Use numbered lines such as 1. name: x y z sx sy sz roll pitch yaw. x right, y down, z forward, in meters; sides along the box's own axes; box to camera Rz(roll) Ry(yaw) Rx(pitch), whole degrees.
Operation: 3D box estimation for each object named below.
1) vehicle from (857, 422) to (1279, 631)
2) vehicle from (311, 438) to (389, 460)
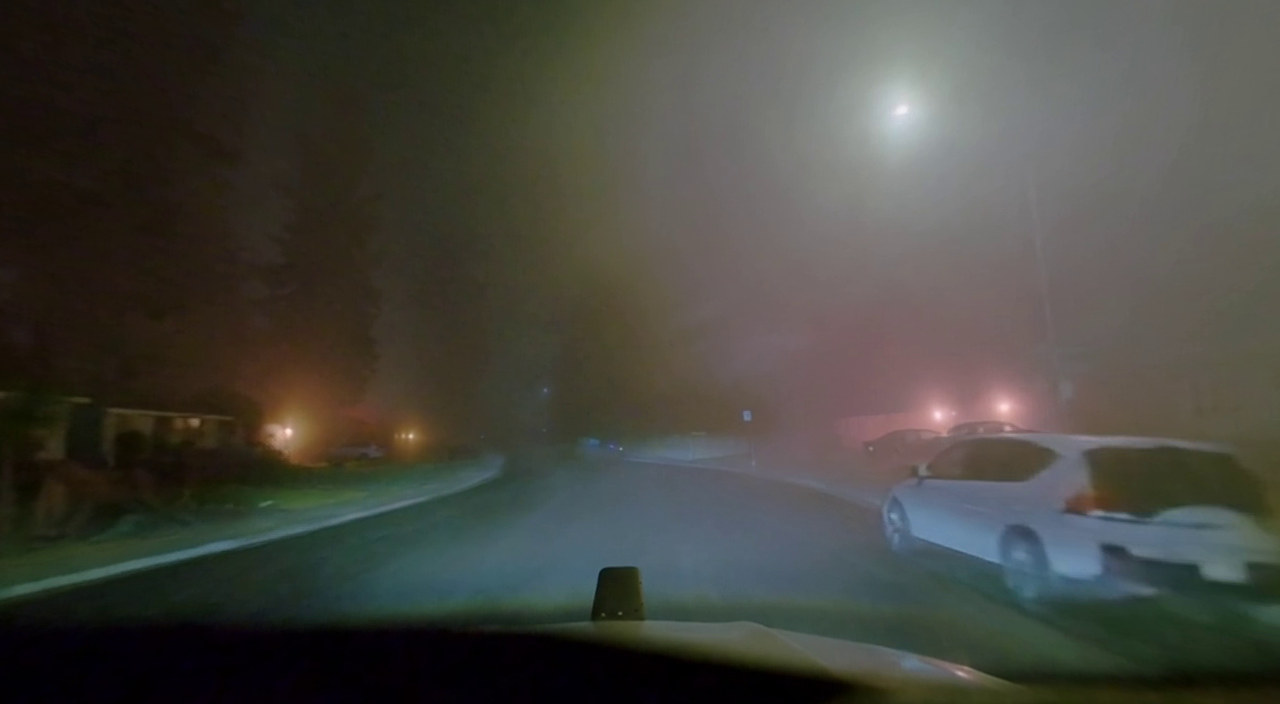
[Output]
1. vehicle: 4.318 1.630 6.983 2.088 1.522 4.449 0 -9 -2
2. vehicle: -20.680 6.970 45.242 4.654 1.457 1.986 3 -10 -10
